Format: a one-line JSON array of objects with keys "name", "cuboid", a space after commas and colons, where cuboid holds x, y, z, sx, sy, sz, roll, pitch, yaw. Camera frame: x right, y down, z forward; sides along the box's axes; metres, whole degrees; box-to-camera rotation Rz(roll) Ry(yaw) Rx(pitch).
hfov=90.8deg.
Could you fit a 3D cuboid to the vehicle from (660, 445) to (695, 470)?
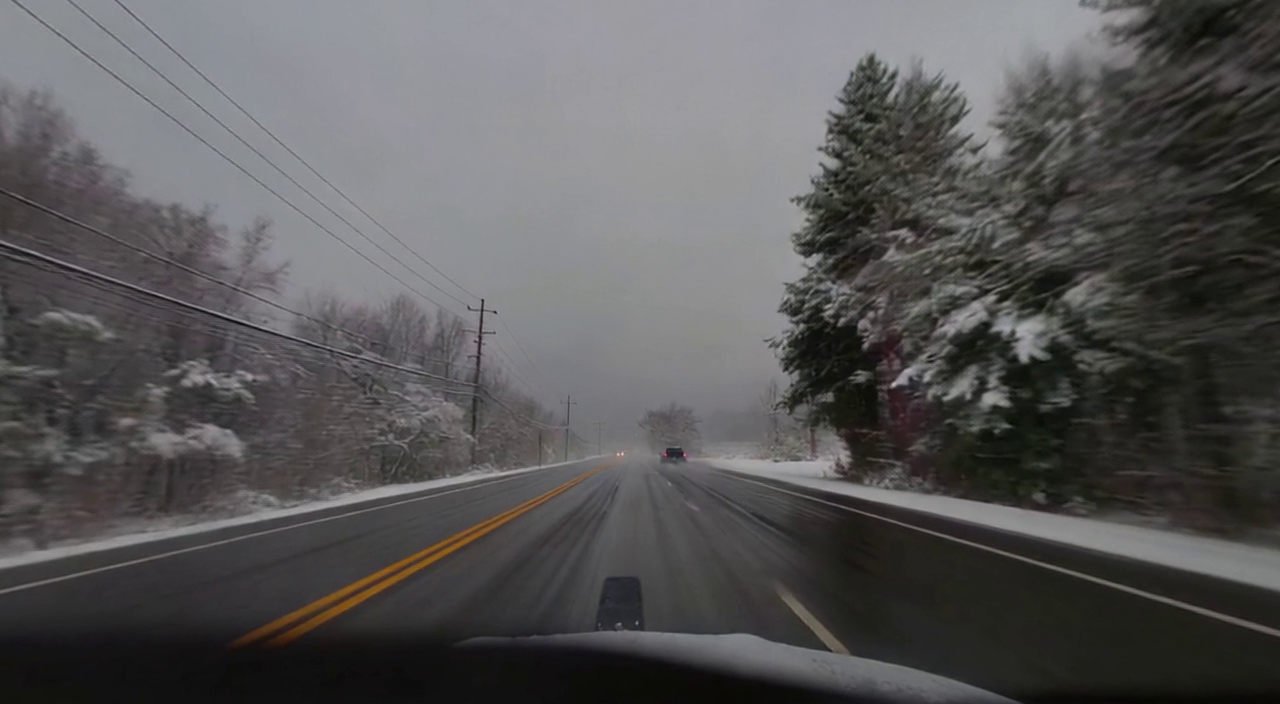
[{"name": "vehicle", "cuboid": [2.674, 7.675, 46.191, 2.135, 1.692, 4.185, 0, -9, -2]}]
